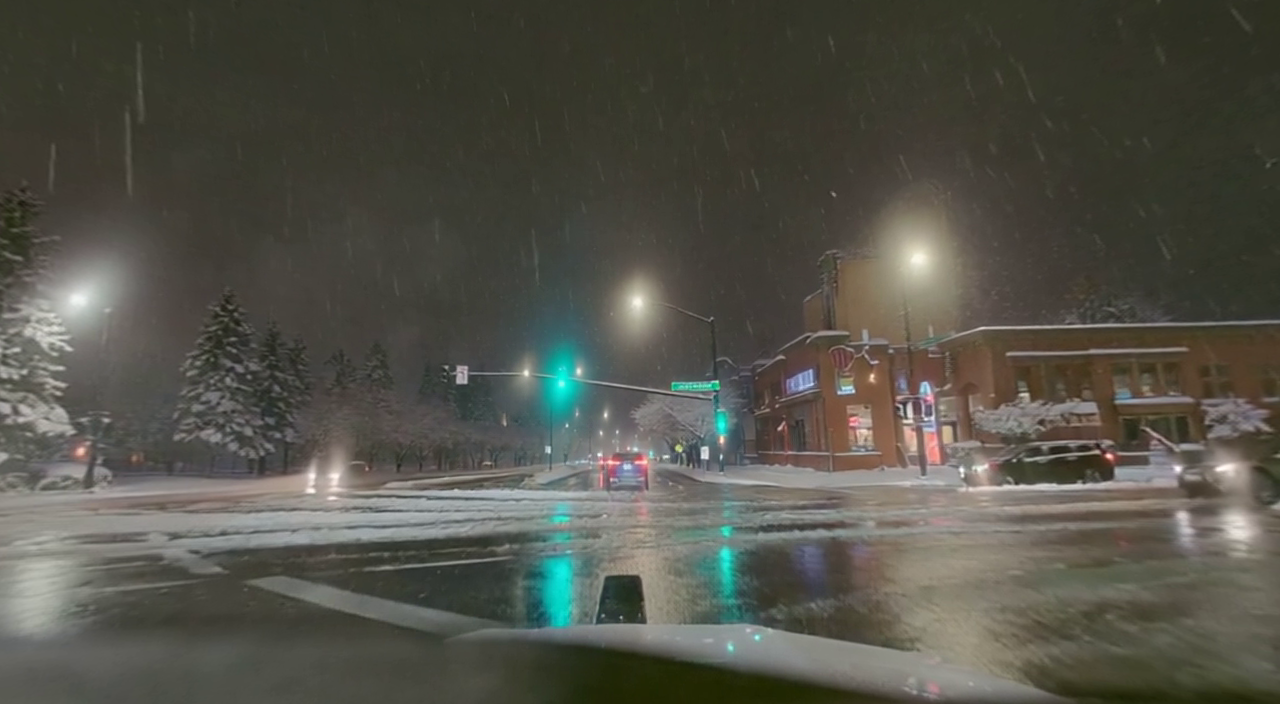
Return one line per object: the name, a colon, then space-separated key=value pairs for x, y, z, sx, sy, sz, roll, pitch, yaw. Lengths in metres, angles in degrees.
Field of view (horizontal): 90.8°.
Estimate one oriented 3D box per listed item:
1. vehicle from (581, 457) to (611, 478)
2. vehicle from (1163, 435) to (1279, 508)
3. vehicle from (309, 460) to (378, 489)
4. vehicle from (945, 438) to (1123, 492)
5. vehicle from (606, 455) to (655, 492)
vehicle: x=-3.393 y=9.010 z=49.593 sx=1.967 sy=1.504 sz=4.101 roll=0 pitch=-8 yaw=1
vehicle: x=14.784 y=2.574 z=13.911 sx=4.801 sy=1.473 sz=1.922 roll=0 pitch=-8 yaw=-1
vehicle: x=-18.250 y=7.542 z=39.151 sx=1.925 sy=1.497 sz=4.788 roll=0 pitch=-8 yaw=1
vehicle: x=14.420 y=4.145 z=23.356 sx=5.174 sy=1.878 sz=2.000 roll=0 pitch=-8 yaw=-1
vehicle: x=-0.391 y=5.536 z=29.088 sx=2.115 sy=1.461 sz=3.976 roll=0 pitch=-8 yaw=1
